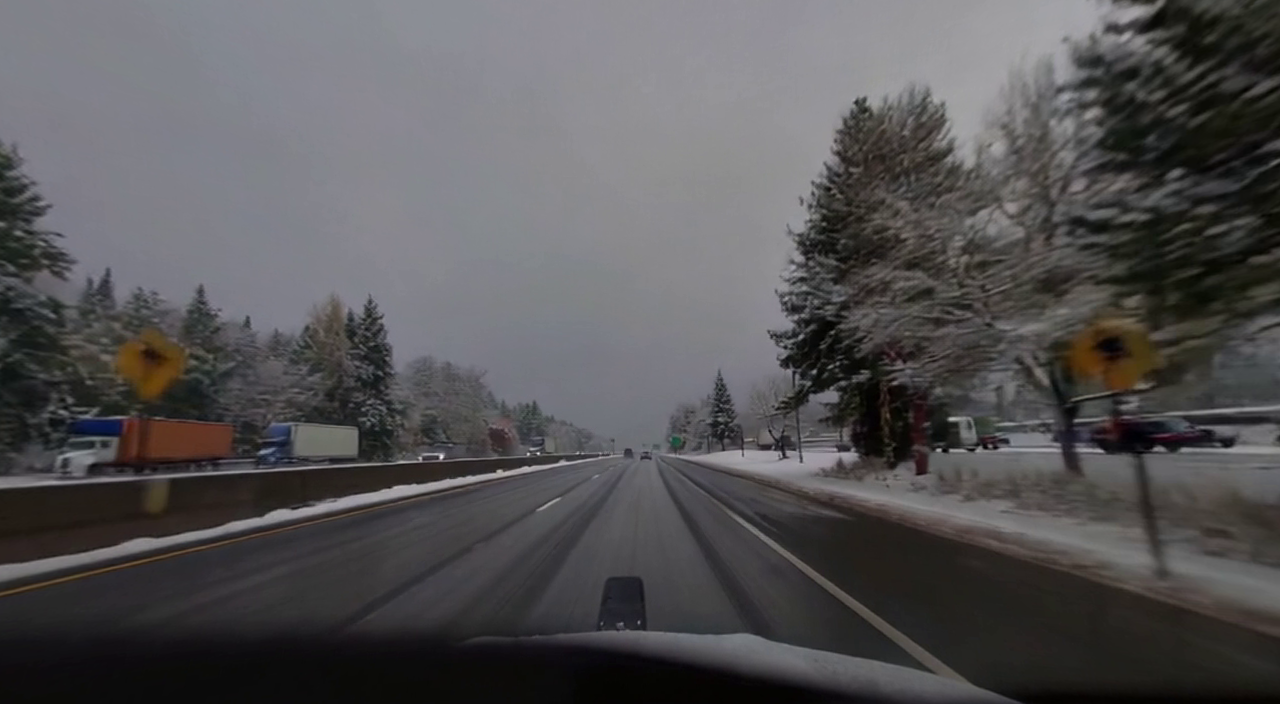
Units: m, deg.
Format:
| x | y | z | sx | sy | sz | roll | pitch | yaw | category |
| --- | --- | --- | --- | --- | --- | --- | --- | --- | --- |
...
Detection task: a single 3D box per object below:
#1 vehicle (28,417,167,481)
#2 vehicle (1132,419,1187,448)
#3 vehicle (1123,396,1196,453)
| x | y | z | sx | sy | sz | roll | pitch | yaw | category |
| --- | --- | --- | --- | --- | --- | --- | --- | --- | --- |
| -38.303 | 6.880 | 44.936 | 3.269 | 4.141 | 7.075 | 0 | -9 | 1 | vehicle |
| 33.319 | 5.267 | 40.360 | 2.081 | 1.698 | 4.845 | -9 | -13 | 44 | vehicle |
| 35.301 | 5.072 | 42.635 | 2.793 | 3.430 | 10.146 | -9 | -12 | 43 | vehicle |
